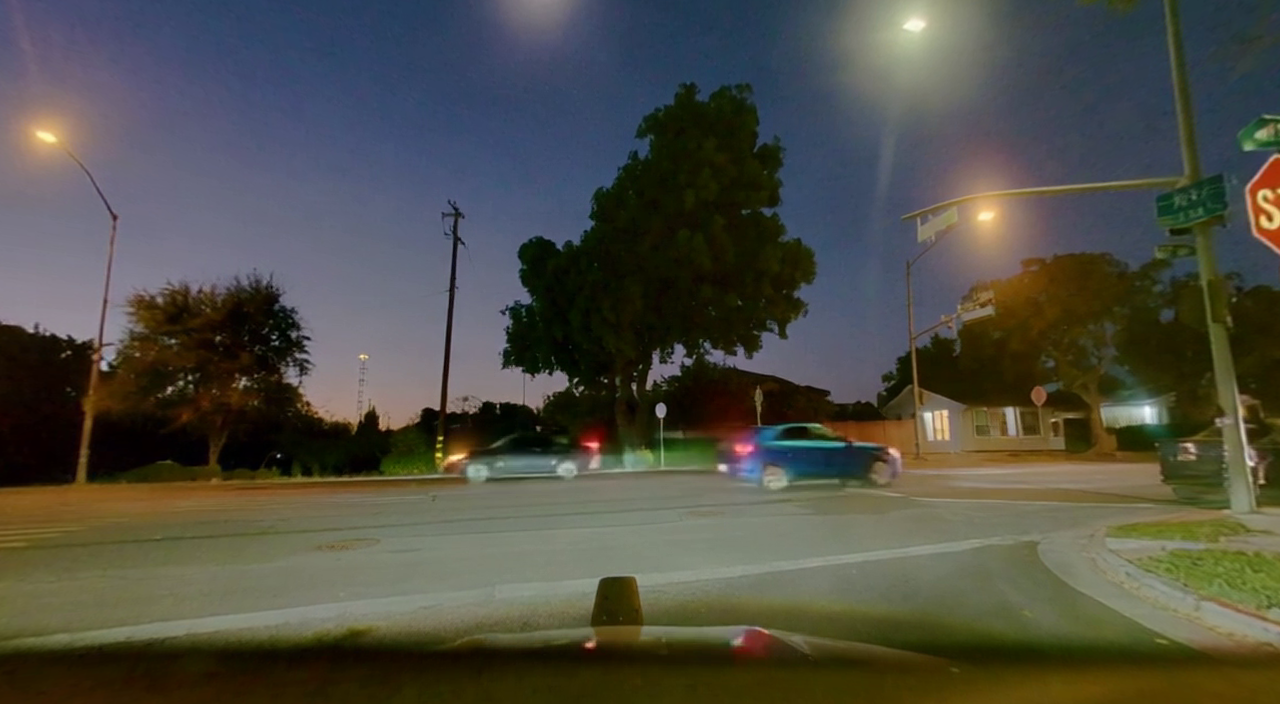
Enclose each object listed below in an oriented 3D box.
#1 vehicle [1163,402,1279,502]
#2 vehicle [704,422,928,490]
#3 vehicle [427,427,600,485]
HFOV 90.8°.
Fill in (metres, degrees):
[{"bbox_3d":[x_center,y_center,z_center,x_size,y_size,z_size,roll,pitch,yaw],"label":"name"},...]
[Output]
[{"bbox_3d":[12.793,1.862,11.941,4.208,1.685,2.014,1,-8,-8],"label":"vehicle"},{"bbox_3d":[4.243,2.488,15.377,4.990,1.454,1.875,2,-9,-17],"label":"vehicle"},{"bbox_3d":[-3.599,2.922,17.936,4.548,1.469,1.864,3,-9,-20],"label":"vehicle"}]
